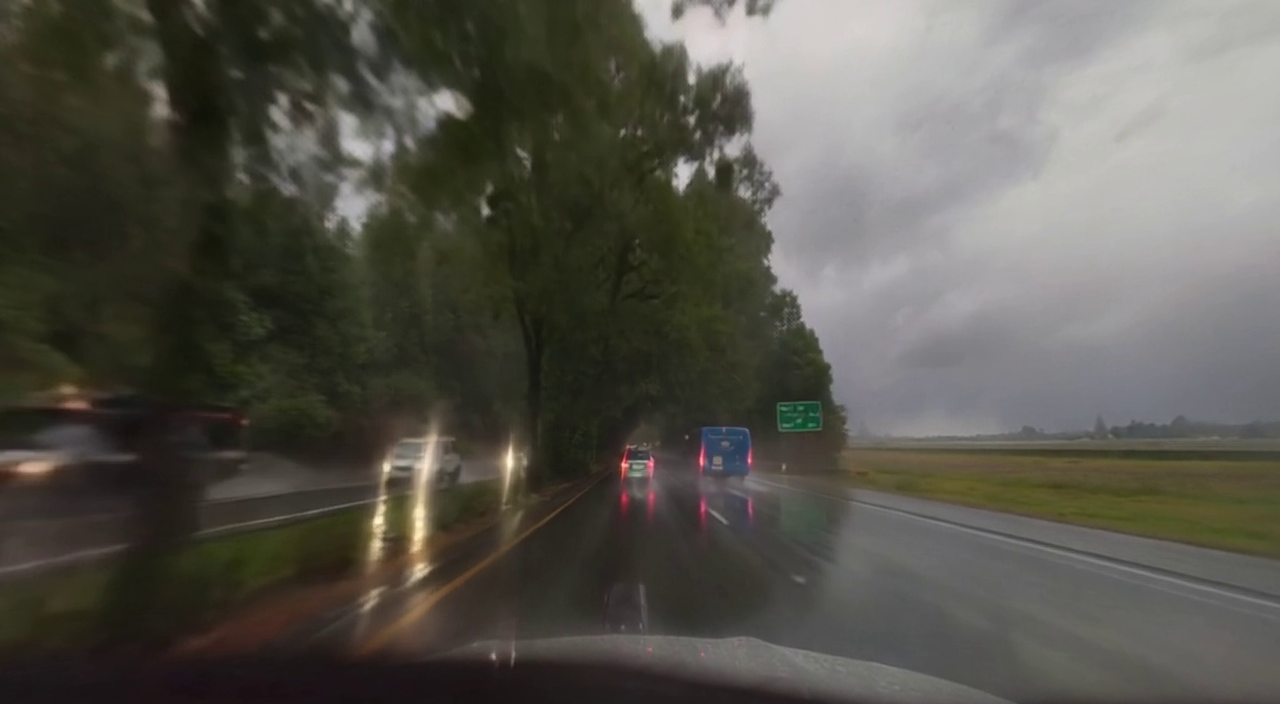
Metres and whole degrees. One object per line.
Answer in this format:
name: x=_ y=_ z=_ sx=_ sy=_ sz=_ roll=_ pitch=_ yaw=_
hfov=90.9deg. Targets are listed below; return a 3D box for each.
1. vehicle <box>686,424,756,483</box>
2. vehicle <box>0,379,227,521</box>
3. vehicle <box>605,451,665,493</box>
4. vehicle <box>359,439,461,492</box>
vehicle: x=3.852 y=5.033 z=31.396 sx=2.513 sy=2.633 sz=5.930 roll=0 pitch=-9 yaw=-2
vehicle: x=-12.244 y=2.178 z=14.114 sx=2.493 sy=2.597 sz=4.839 roll=-1 pitch=-9 yaw=2
vehicle: x=-0.192 y=4.406 z=23.538 sx=2.037 sy=1.417 sz=3.885 roll=0 pitch=-9 yaw=-1
vehicle: x=-7.797 y=3.881 z=21.797 sx=1.914 sy=1.609 sz=4.184 roll=0 pitch=-9 yaw=0
